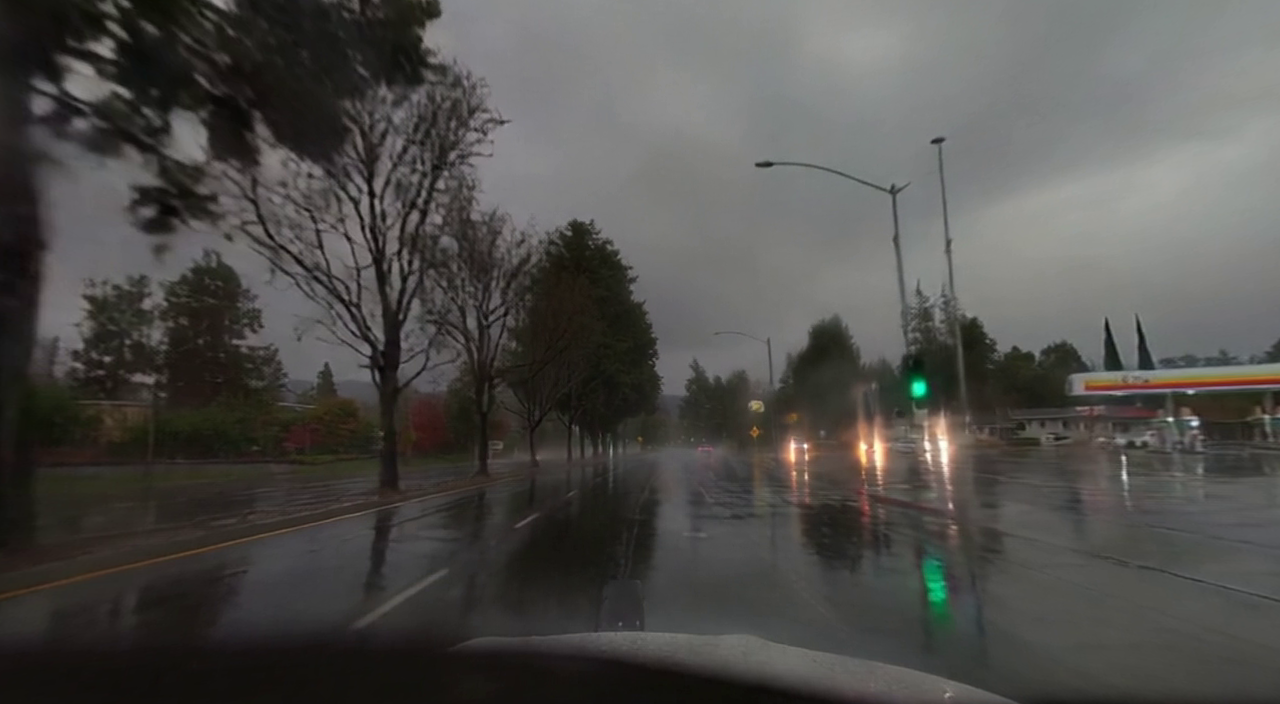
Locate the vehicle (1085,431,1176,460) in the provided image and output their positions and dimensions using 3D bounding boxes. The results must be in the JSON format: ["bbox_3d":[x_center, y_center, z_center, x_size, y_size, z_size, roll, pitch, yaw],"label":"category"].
[{"bbox_3d":[32.216,6.146,41.649,2.045,1.778,4.517,1,-9,-6],"label":"vehicle"}]

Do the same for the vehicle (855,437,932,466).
[{"bbox_3d":[14.640,5.776,36.369,4.744,1.475,2.008,9,-16,-40],"label":"vehicle"}]
